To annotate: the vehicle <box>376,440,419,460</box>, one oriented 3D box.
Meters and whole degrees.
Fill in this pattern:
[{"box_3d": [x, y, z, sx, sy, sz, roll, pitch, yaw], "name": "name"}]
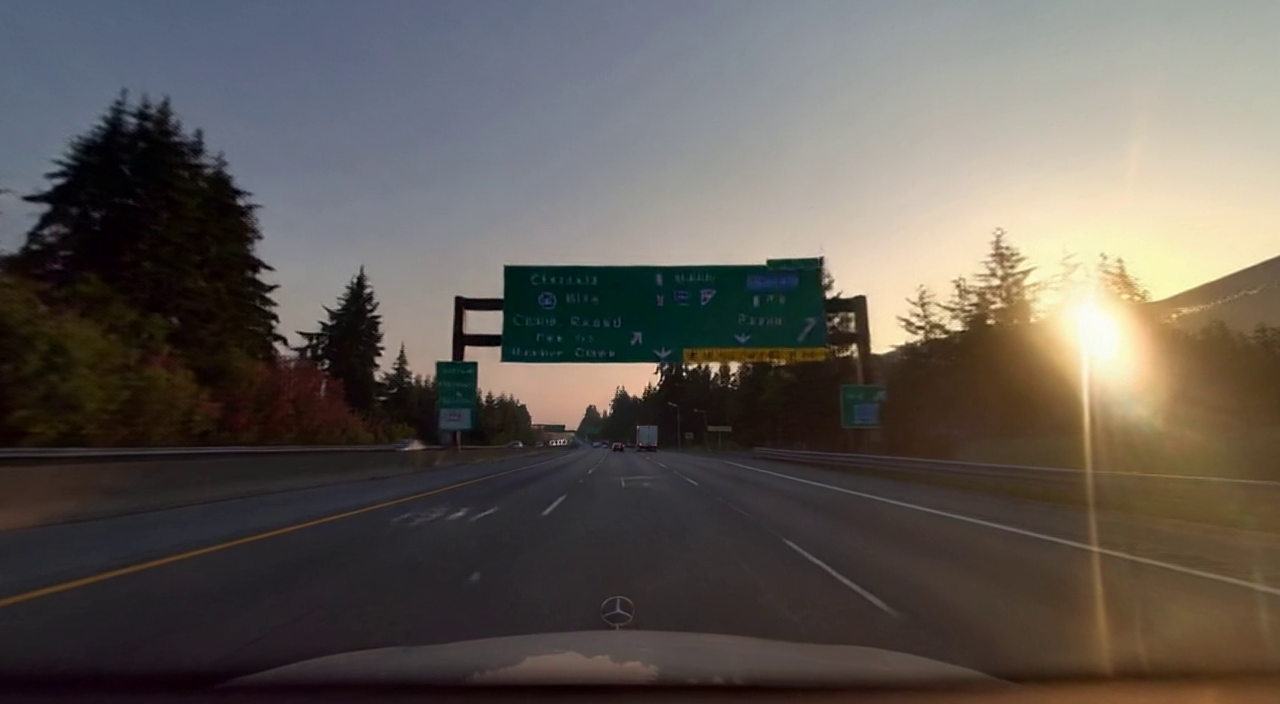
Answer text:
[{"box_3d": [-18.453, 7.463, 48.050, 1.805, 1.461, 3.954, 0, -8, -1], "name": "vehicle"}]
